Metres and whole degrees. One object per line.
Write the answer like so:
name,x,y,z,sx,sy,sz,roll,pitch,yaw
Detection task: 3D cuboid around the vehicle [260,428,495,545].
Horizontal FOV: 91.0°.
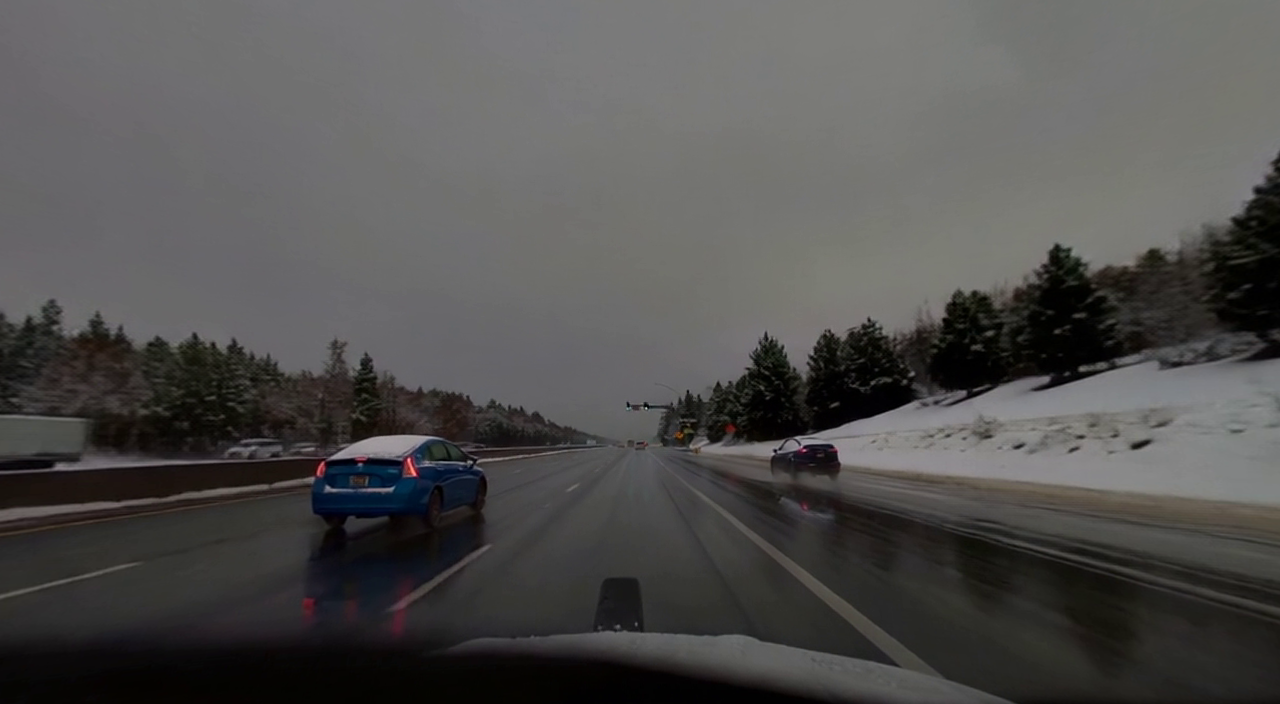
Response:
vehicle,-3.970,2.109,10.547,1.987,1.516,4.478,0,-9,0

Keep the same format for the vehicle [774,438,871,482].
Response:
vehicle,6.695,4.023,23.723,2.049,1.481,4.774,0,-9,-2

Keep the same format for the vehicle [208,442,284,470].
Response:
vehicle,-28.526,7.519,45.805,2.124,1.912,5.133,0,-9,0
